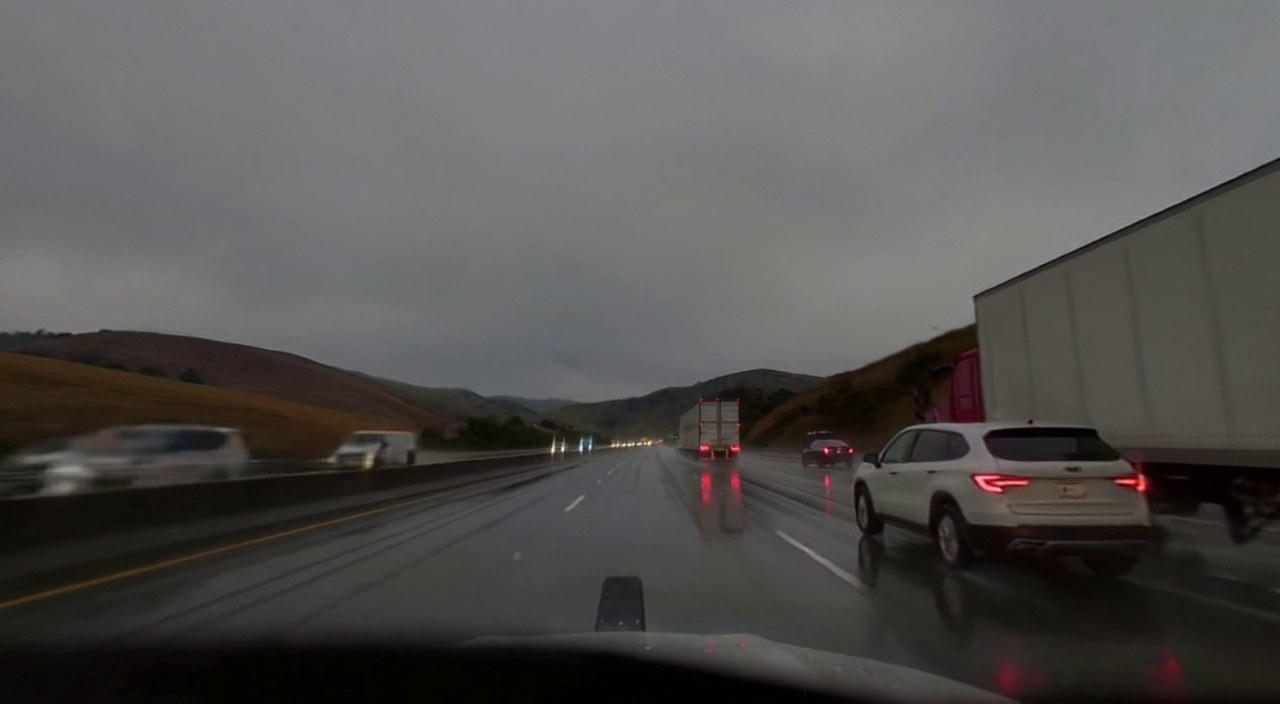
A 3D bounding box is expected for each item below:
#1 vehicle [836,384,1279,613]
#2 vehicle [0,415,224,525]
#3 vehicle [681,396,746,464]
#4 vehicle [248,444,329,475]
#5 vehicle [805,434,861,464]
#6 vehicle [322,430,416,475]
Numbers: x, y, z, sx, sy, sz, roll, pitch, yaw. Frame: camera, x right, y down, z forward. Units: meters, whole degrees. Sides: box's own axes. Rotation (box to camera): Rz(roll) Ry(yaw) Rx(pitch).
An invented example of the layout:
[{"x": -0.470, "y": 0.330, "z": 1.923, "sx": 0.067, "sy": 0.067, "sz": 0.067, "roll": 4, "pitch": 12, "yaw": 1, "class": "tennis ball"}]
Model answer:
[{"x": 3.892, "y": 1.425, "z": 6.973, "sx": 2.055, "sy": 1.737, "sz": 4.224, "roll": 0, "pitch": -9, "yaw": 0, "class": "vehicle"}, {"x": -9.161, "y": 1.852, "z": 10.536, "sx": 1.794, "sy": 1.488, "sz": 3.755, "roll": -1, "pitch": -7, "yaw": 1, "class": "vehicle"}, {"x": 4.649, "y": 5.391, "z": 42.351, "sx": 3.049, "sy": 3.968, "sz": 10.706, "roll": 0, "pitch": -8, "yaw": 0, "class": "vehicle"}, {"x": -20.093, "y": 6.136, "z": 36.262, "sx": 2.005, "sy": 1.679, "sz": 4.481, "roll": 0, "pitch": -9, "yaw": 1, "class": "vehicle"}, {"x": 11.997, "y": 6.059, "z": 39.493, "sx": 2.046, "sy": 1.741, "sz": 4.769, "roll": 0, "pitch": -9, "yaw": 0, "class": "vehicle"}, {"x": -14.869, "y": 5.539, "z": 35.053, "sx": 2.496, "sy": 2.265, "sz": 5.849, "roll": 0, "pitch": -9, "yaw": 1, "class": "vehicle"}]
